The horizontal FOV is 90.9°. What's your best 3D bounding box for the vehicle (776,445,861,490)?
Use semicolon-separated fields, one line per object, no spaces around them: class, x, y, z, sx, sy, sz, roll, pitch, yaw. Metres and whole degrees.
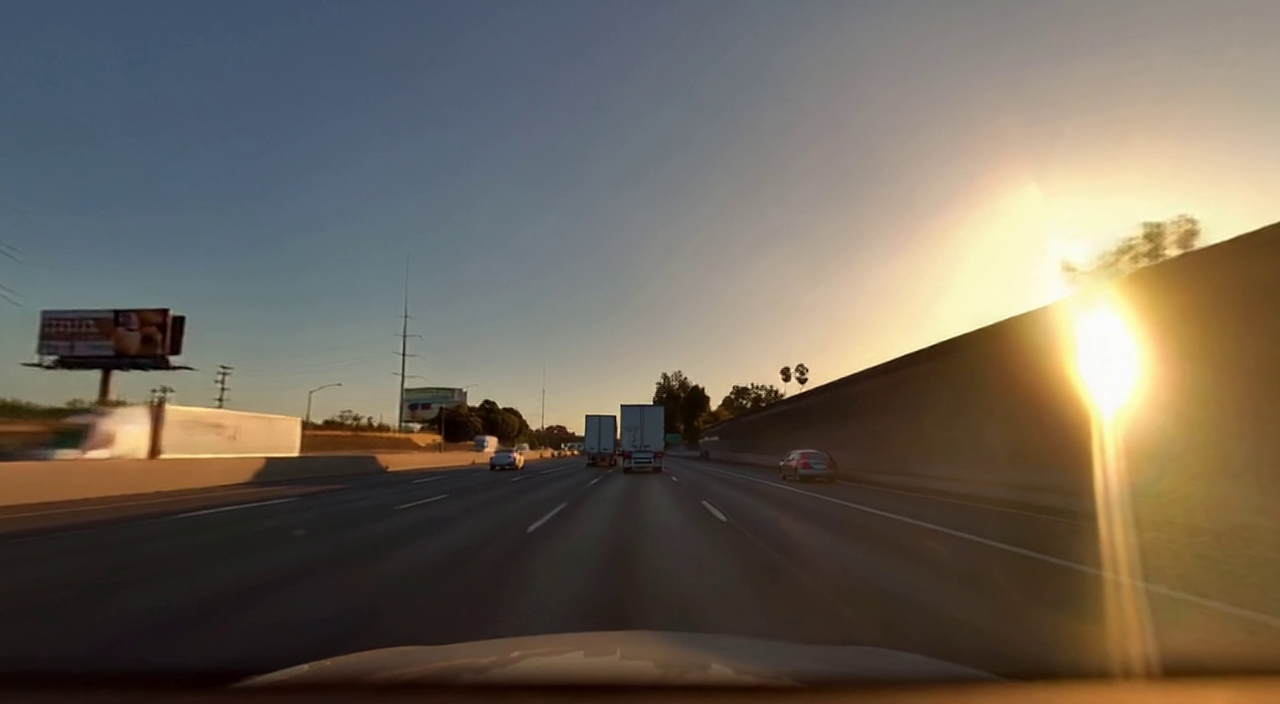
vehicle;6.819;4.424;24.583;1.969;1.560;4.394;0;-8;-1

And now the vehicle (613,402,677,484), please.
vehicle;0.174;5.103;36.967;3.054;3.944;11.230;-2;-6;-1

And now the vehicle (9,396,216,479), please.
vehicle;-25.435;4.243;31.205;3.022;3.551;8.023;-1;-8;2

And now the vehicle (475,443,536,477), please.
vehicle;-6.726;5.430;31.978;1.992;1.547;4.673;0;-8;1
